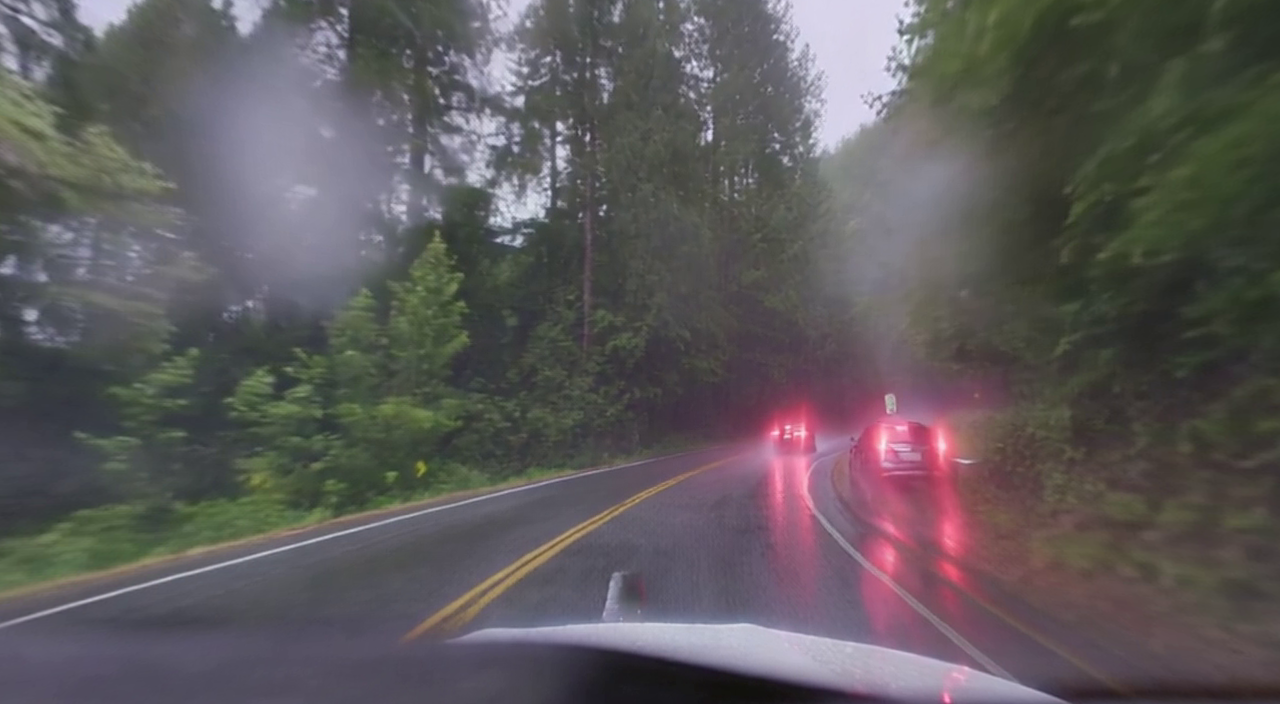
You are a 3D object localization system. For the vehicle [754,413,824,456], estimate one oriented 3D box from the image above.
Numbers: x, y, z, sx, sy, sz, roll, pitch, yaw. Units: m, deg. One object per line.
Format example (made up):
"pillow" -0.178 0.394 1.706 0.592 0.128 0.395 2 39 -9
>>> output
"vehicle" 7.597 4.183 31.748 2.469 1.953 5.605 -4 -9 23

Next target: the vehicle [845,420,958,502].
"vehicle" 6.512 2.747 16.272 2.172 1.773 4.601 -3 -9 17
